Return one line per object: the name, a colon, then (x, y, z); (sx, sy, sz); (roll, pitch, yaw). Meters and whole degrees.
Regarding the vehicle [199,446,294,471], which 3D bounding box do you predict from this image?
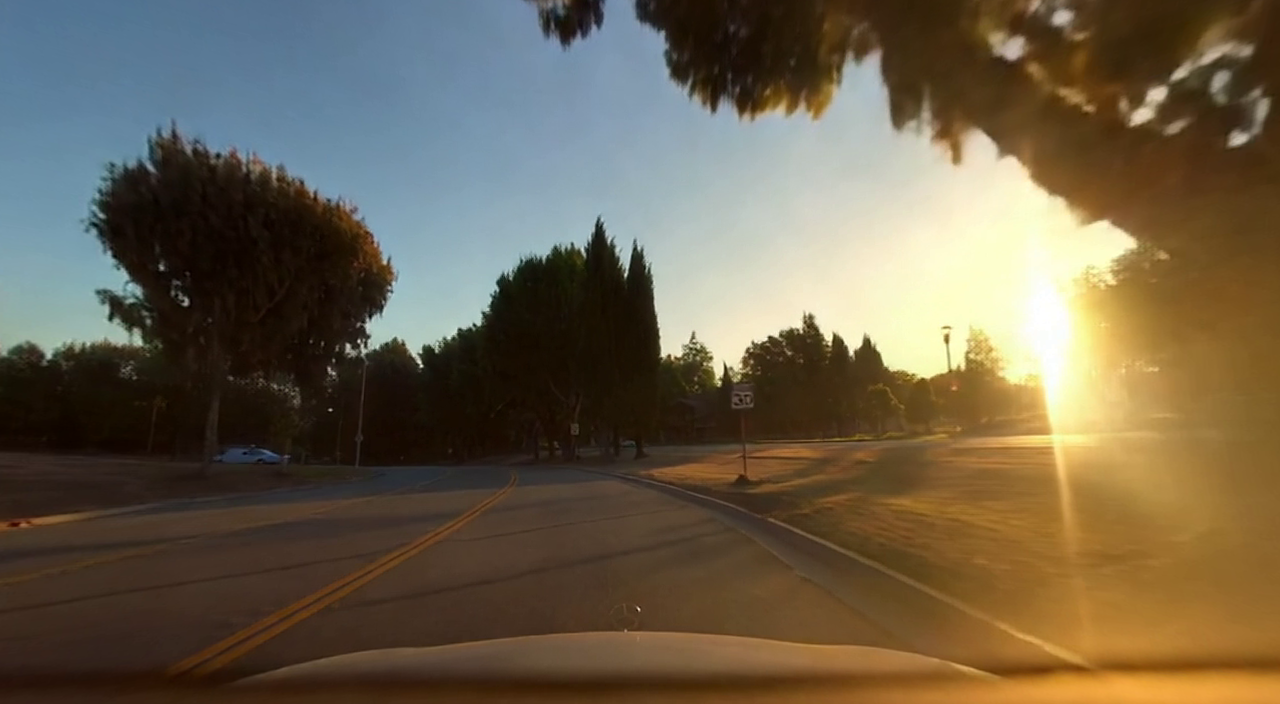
vehicle: (-30.049, 8.162, 48.448); (5.613, 1.775, 2.357); (3, -9, -16)
